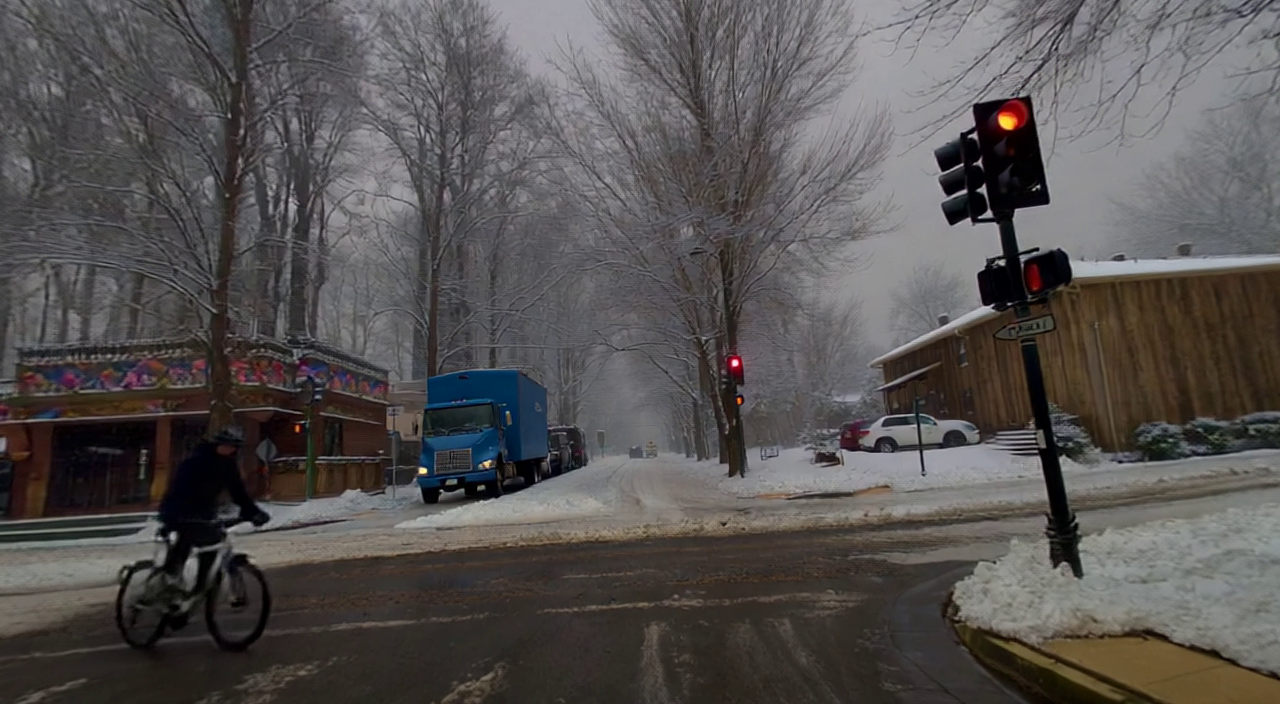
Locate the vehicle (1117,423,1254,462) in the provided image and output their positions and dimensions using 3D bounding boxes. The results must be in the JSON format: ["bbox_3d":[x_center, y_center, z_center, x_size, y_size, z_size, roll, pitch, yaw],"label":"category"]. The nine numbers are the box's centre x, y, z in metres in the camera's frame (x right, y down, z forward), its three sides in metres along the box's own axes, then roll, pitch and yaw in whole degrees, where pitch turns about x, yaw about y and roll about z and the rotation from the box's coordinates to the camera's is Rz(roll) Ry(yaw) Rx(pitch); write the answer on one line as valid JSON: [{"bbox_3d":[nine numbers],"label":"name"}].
[{"bbox_3d":[24.972,4.158,29.001,4.268,1.695,2.053,0,-8,3],"label":"vehicle"}]

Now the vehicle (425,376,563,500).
[{"bbox_3d":[-5.775,3.729,27.180,3.113,4.041,10.284,-5,-8,0],"label":"vehicle"}]

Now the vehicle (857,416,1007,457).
[{"bbox_3d":[10.701,3.141,23.419,4.643,1.456,1.820,-1,-8,5],"label":"vehicle"}]
